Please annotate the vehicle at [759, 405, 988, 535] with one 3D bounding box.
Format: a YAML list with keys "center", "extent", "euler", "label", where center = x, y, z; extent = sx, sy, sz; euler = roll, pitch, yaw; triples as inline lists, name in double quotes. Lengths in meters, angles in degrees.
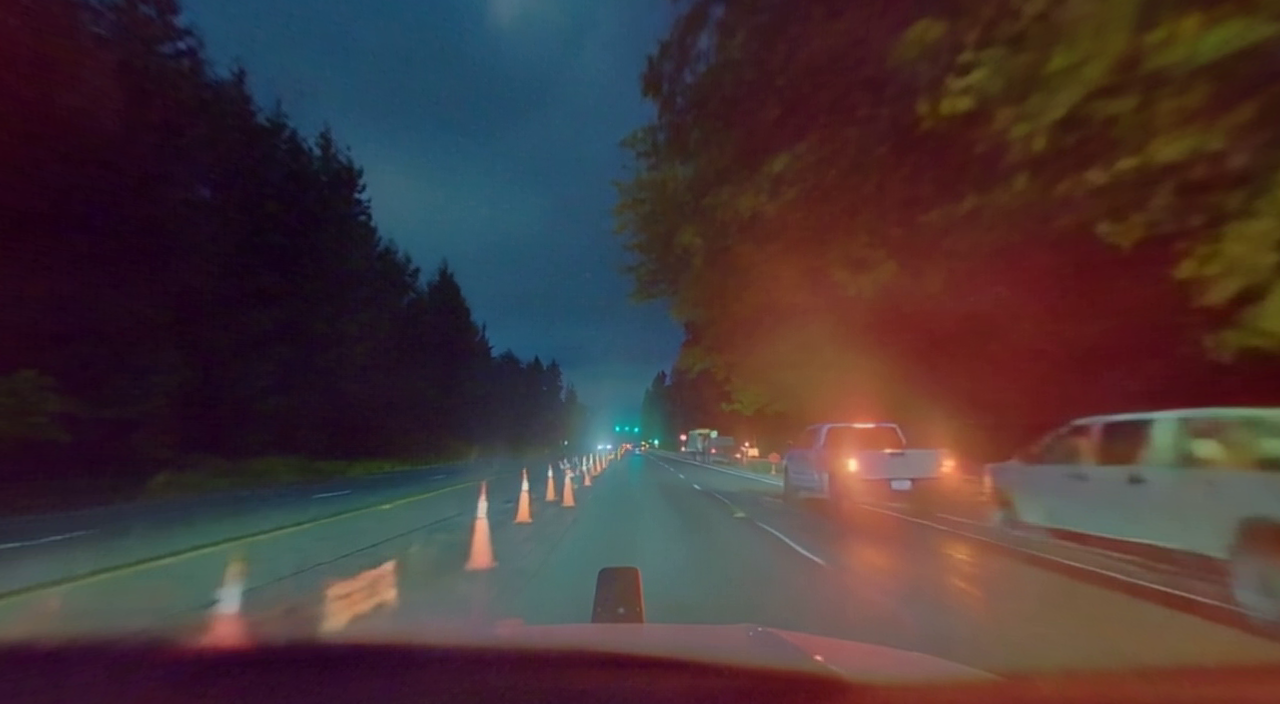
- center: [4.668, 2.580, 14.200]
  extent: [2.694, 2.177, 6.177]
  euler: [2, -9, -1]
  label: "vehicle"

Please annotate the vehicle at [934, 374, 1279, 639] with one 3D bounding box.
- center: [5.779, 1.379, 6.302]
  extent: [2.294, 1.949, 6.246]
  euler: [0, -8, -4]
  label: "vehicle"
